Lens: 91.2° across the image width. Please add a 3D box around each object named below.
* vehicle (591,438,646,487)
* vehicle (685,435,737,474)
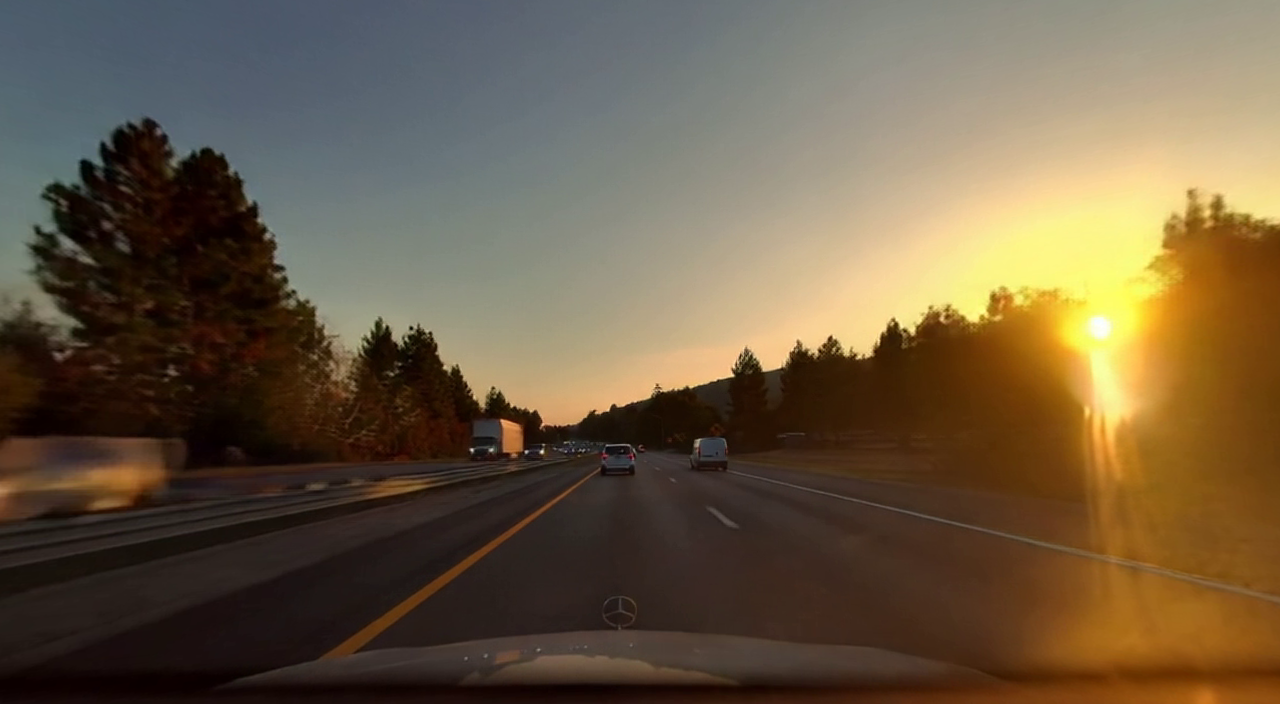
[{"bbox_3d":[-0.796,4.256,24.440,1.963,1.711,4.284,0,-9,-1],"label":"vehicle"},{"bbox_3d":[3.815,5.621,34.498,2.179,1.930,4.538,0,-9,-1],"label":"vehicle"}]
